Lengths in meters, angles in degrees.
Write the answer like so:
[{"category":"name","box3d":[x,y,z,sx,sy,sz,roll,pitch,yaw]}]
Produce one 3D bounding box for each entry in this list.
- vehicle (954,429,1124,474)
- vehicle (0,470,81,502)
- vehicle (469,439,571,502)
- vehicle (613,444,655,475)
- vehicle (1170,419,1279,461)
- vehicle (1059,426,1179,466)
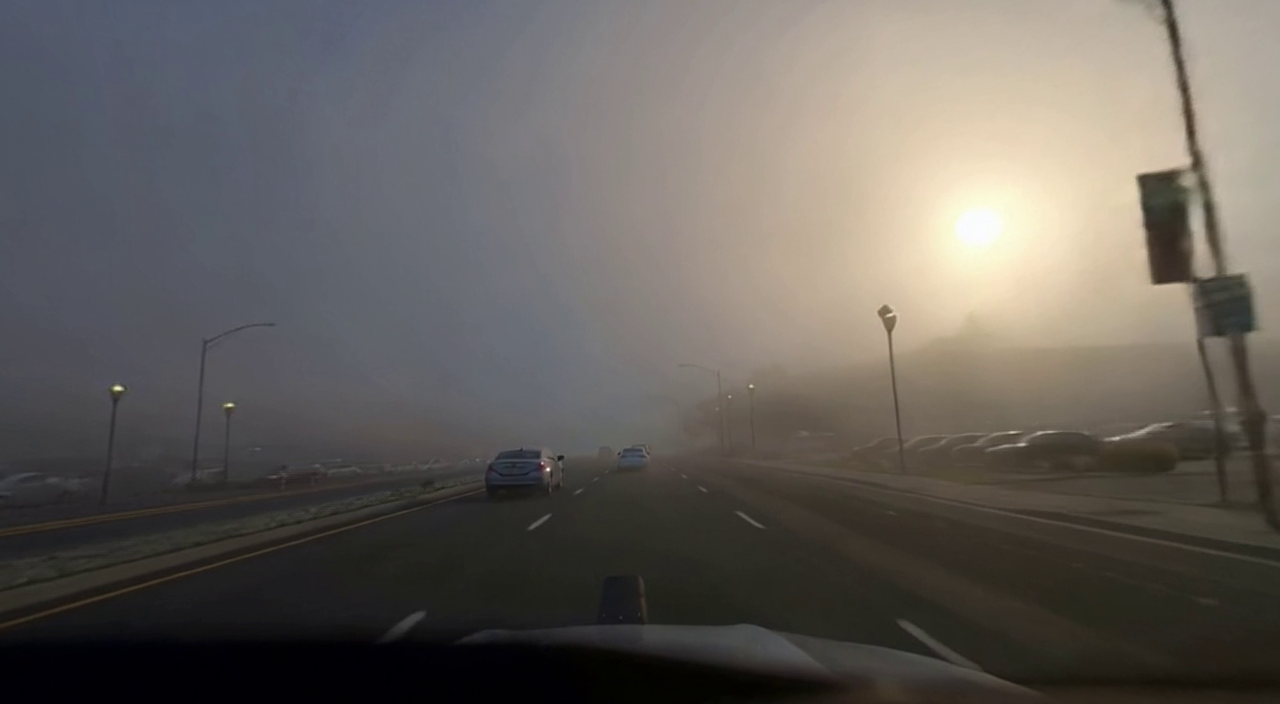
[{"category":"vehicle","box3d":[14.069,3.525,22.446,4.630,1.497,2.016,0,-9,1]},{"category":"vehicle","box3d":[-30.667,6.522,30.802,4.570,1.428,2.098,0,-9,0]},{"category":"vehicle","box3d":[-3.161,3.206,17.499,1.939,1.496,4.309,0,-9,0]},{"category":"vehicle","box3d":[-0.306,5.402,31.953,2.019,1.459,4.005,0,-9,-1]},{"category":"vehicle","box3d":[25.032,3.610,25.831,4.514,1.606,2.128,0,-9,1]},{"category":"vehicle","box3d":[19.278,3.828,25.607,1.813,1.503,3.864,0,-9,0]}]
